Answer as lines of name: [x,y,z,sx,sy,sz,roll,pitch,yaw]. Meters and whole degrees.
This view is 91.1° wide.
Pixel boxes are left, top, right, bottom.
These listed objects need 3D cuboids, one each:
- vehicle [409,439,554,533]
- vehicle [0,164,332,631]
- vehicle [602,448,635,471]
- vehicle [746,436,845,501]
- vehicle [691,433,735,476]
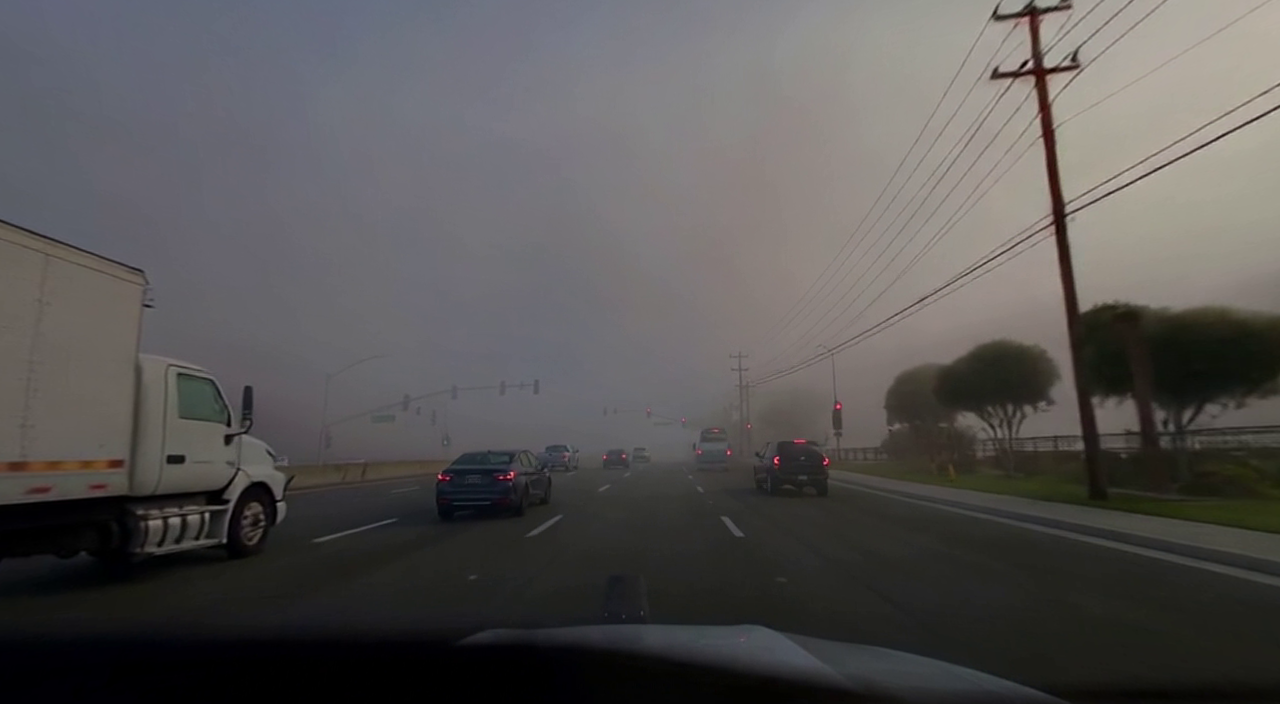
vehicle: [-3.089,2.672,13.086,1.934,1.643,3.718,0,-9,2]
vehicle: [-6.381,0.581,7.409,3.239,4.055,3.881,0,-9,1]
vehicle: [-1.538,7.786,45.626,1.984,1.567,4.311,-1,-9,4]
vehicle: [5.058,3.842,21.163,2.283,1.923,4.427,0,-9,1]
vehicle: [4.331,6.211,38.272,2.457,2.440,5.486,-1,-9,4]
